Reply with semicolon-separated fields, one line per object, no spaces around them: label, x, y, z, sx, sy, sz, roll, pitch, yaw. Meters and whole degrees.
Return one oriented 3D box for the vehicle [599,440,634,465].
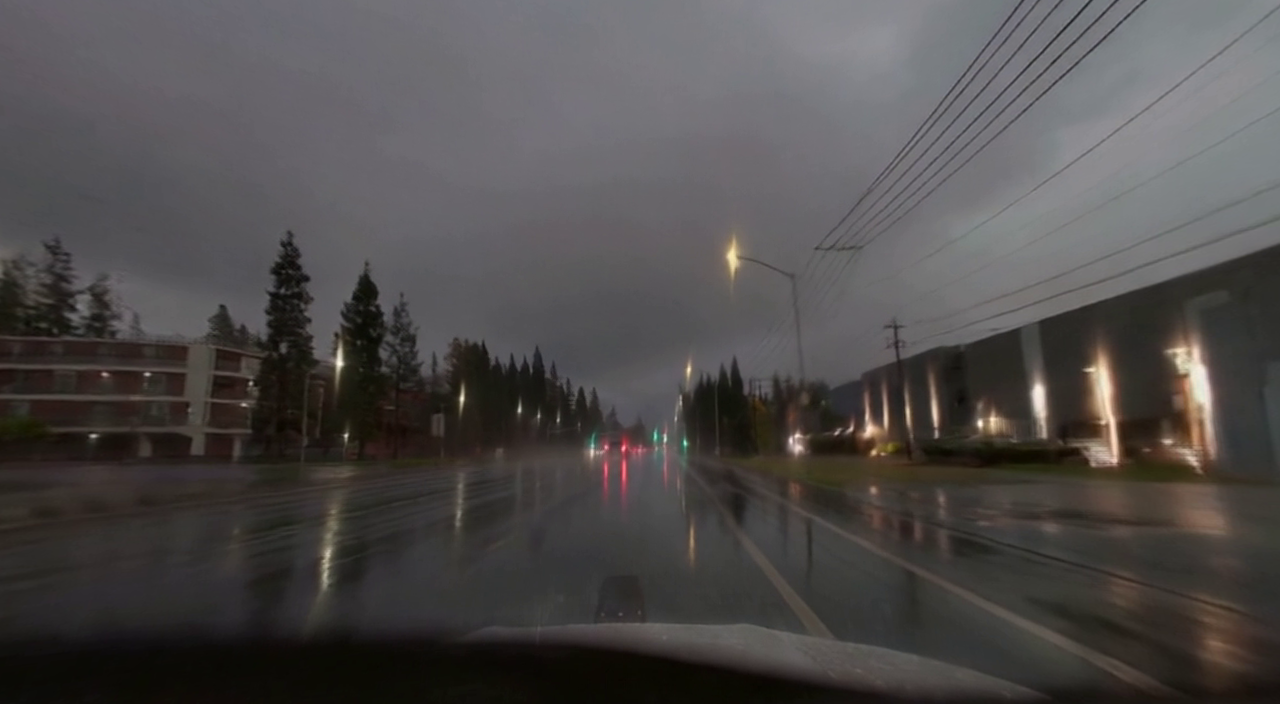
vehicle;-1.607;7.171;45.054;2.121;1.654;3.993;0;-9;3
